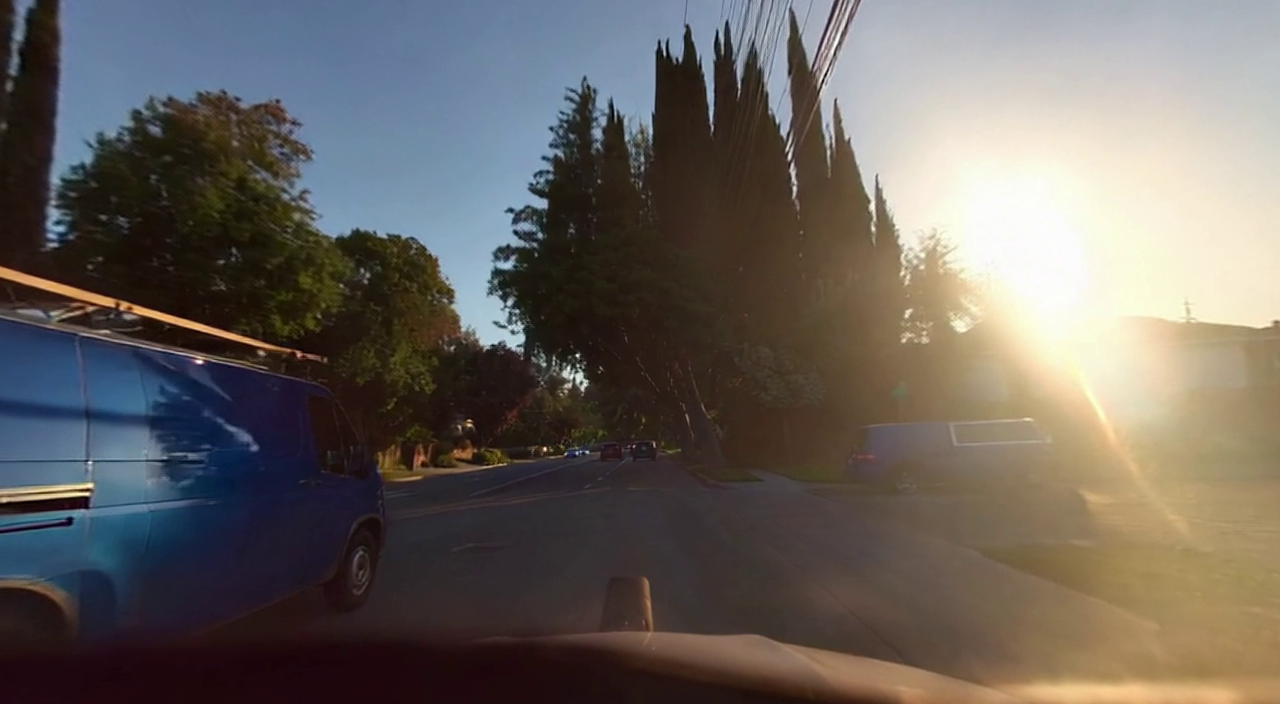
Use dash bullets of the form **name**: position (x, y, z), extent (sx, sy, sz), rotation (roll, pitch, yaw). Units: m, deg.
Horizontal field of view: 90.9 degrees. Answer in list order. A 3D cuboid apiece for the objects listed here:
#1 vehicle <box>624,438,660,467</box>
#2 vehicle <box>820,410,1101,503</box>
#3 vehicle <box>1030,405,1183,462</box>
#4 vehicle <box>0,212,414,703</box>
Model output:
- **vehicle**: position (0.151, 6.302, 39.614), extent (2.120, 1.718, 3.909), rotation (0, -8, 1)
- **vehicle**: position (6.653, 2.282, 13.926), extent (5.012, 1.711, 2.457), rotation (-4, -7, 15)
- **vehicle**: position (16.065, 2.884, 22.022), extent (1.992, 1.798, 4.083), rotation (0, -8, -4)
- **vehicle**: position (-3.419, 0.730, 3.157), extent (2.336, 2.152, 5.866), rotation (0, -8, 0)
